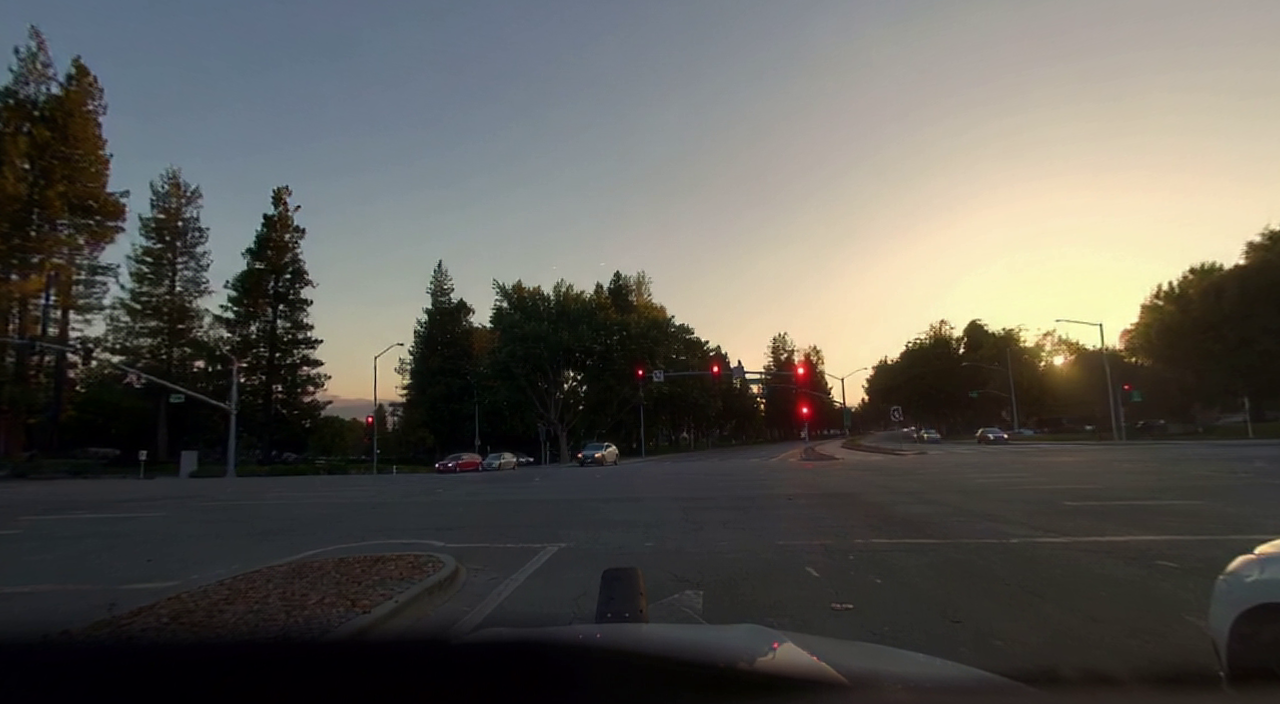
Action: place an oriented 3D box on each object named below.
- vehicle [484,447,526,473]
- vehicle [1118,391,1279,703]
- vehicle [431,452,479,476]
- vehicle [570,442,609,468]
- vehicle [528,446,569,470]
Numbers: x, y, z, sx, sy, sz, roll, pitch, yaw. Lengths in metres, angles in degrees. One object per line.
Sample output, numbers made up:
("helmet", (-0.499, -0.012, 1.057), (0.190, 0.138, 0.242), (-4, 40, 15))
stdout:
("vehicle", (-9.775, 7.838, 45.951), (2.064, 1.725, 4.243), (0, -9, 1))
("vehicle", (3.062, 0.618, 0.427), (1.978, 1.468, 4.544), (0, -9, 1))
("vehicle", (-13.389, 8.132, 45.992), (2.101, 1.637, 4.304), (0, -9, 1))
("vehicle", (-3.553, 7.329, 45.114), (2.215, 1.732, 4.684), (-1, -9, 3))
("vehicle", (-6.543, 7.604, 45.495), (2.126, 1.657, 4.307), (0, -9, 2))
